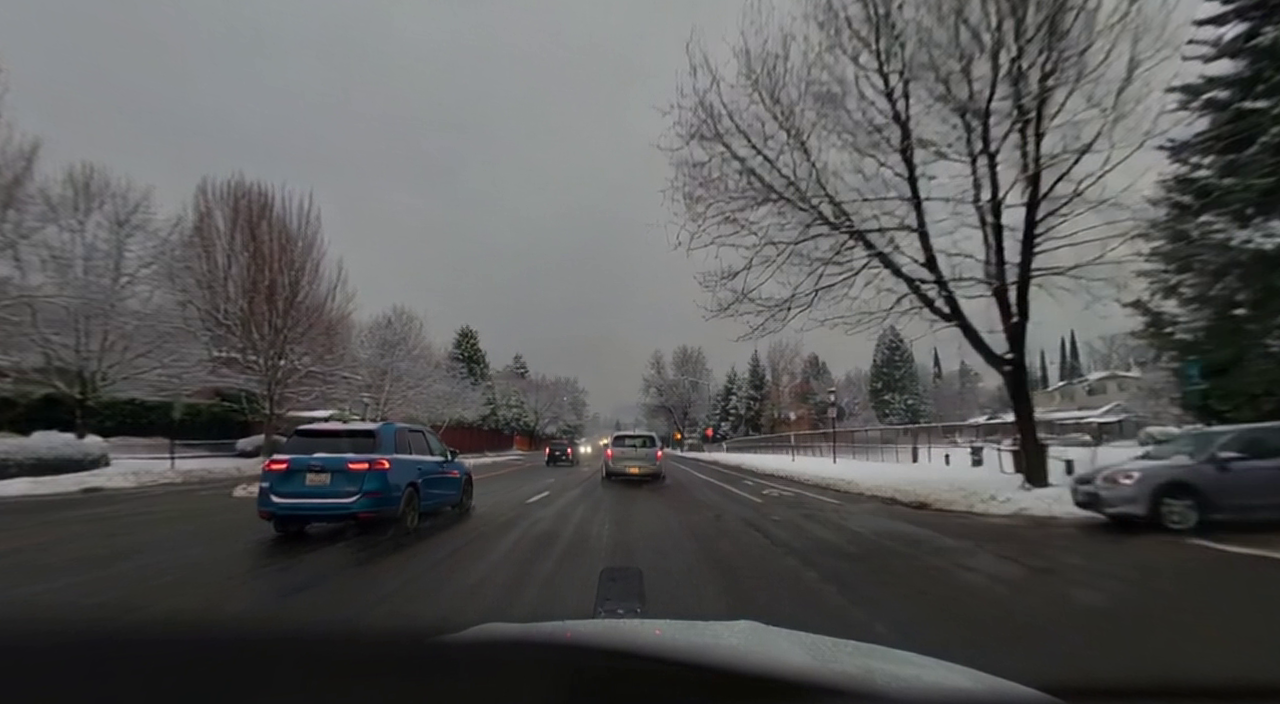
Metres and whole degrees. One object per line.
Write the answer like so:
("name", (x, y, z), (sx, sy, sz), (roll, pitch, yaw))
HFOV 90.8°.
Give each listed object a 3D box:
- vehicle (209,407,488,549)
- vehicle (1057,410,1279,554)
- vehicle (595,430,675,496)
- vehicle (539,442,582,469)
("vehicle", (-4.135, 1.888, 10.109), (2.243, 1.722, 4.621), (0, -8, 0))
("vehicle", (8.781, 1.734, 8.783), (4.497, 1.743, 1.983), (0, -8, 0))
("vehicle", (-0.179, 3.300, 19.164), (2.131, 1.761, 4.242), (0, -8, -1))
("vehicle", (-4.681, 6.173, 37.833), (2.014, 1.493, 4.658), (0, -8, -1))
